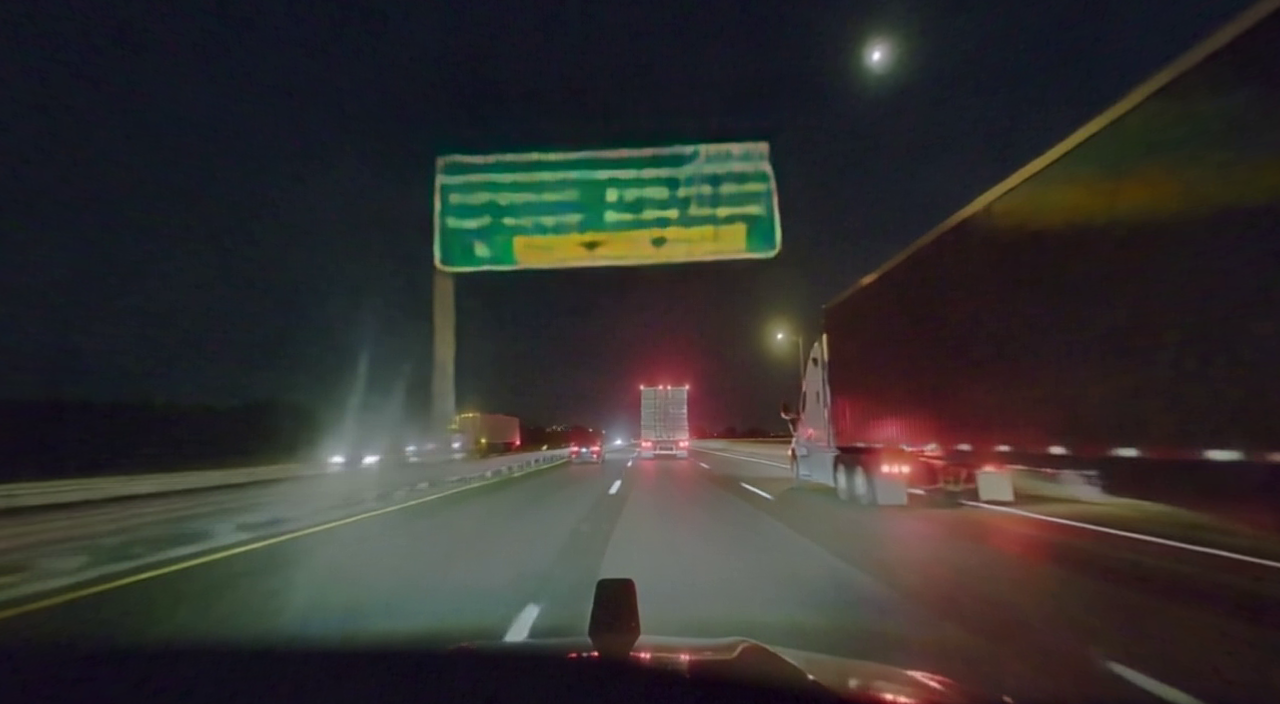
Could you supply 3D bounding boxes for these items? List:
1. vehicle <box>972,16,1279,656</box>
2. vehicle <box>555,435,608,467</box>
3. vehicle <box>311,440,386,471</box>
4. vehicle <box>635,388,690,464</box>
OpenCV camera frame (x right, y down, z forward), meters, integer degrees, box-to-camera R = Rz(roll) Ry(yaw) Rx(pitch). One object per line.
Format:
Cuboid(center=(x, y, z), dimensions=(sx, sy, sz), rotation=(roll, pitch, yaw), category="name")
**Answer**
Cuboid(center=(5.468, -0.188, 3.316), dimensions=(2.873, 3.998, 8.286), rotation=(0, -8, 0), category="vehicle")
Cuboid(center=(-2.976, 5.182, 33.319), dimensions=(2.208, 1.542, 5.138), rotation=(0, -8, 1), category="vehicle")
Cuboid(center=(-14.700, 5.206, 32.023), dimensions=(1.924, 1.440, 3.790), rotation=(0, -8, 1), category="vehicle")
Cuboid(center=(1.364, 4.864, 40.682), dimensions=(2.966, 4.072, 13.408), rotation=(0, -8, 1), category="vehicle")
